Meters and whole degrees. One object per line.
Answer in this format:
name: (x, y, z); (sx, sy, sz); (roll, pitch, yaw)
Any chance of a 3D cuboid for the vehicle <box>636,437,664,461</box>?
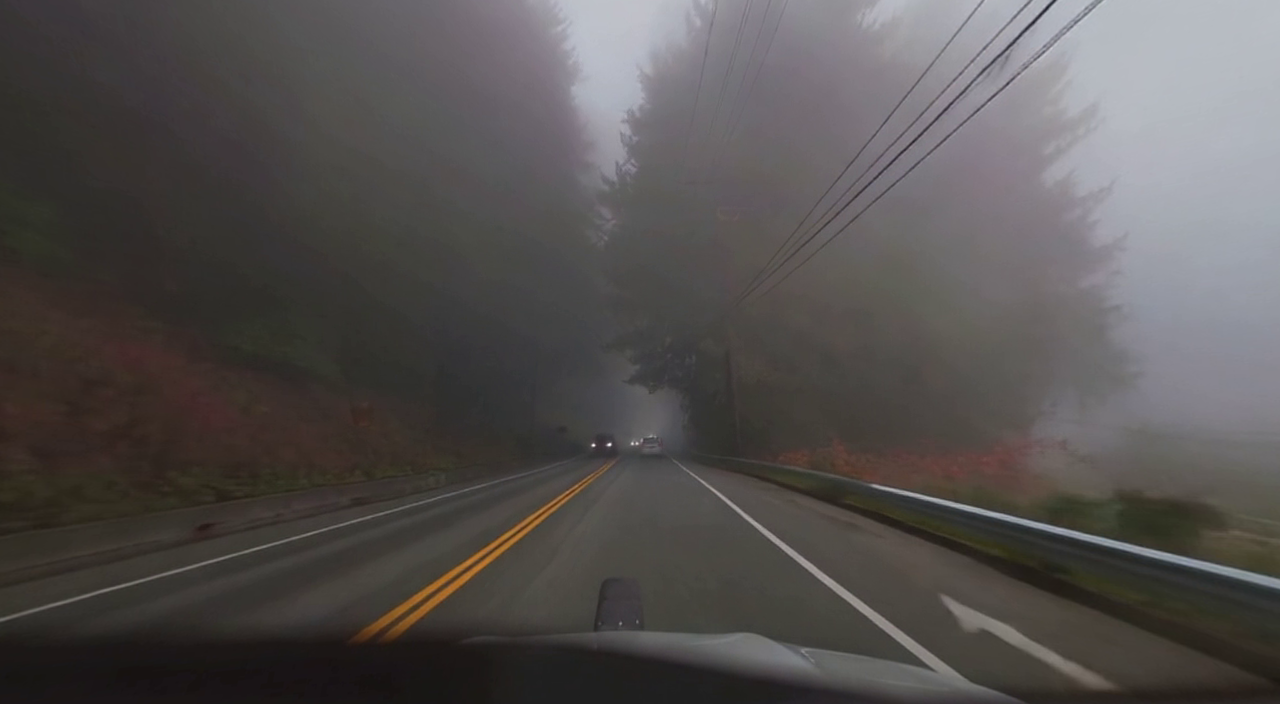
vehicle: (0.823, 7.619, 49.688); (2.083, 1.767, 4.448); (0, -9, 2)
